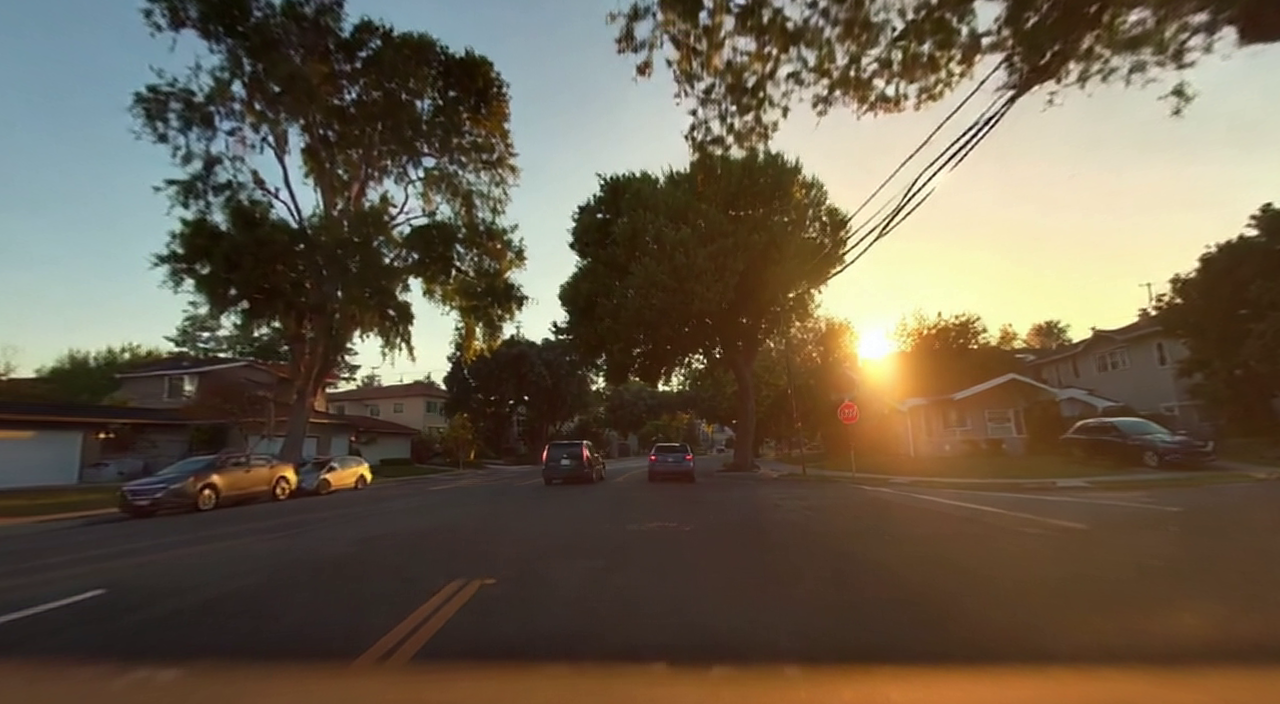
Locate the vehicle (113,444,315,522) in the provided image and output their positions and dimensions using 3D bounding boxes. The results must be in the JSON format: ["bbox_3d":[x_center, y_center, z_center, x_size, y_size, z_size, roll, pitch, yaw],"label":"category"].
[{"bbox_3d":[-13.266,4.047,20.289,2.191,1.980,5.888,-4,-9,4],"label":"vehicle"}]

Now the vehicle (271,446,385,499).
[{"bbox_3d":[-12.636,4.911,25.900,2.076,1.864,4.730,-3,-10,3],"label":"vehicle"}]

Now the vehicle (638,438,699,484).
[{"bbox_3d":[1.075,3.812,22.303,1.955,1.459,4.383,-1,-8,4],"label":"vehicle"}]

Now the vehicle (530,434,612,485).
[{"bbox_3d":[-2.407,3.934,23.348,2.178,1.695,4.339,-1,-8,5],"label":"vehicle"}]
